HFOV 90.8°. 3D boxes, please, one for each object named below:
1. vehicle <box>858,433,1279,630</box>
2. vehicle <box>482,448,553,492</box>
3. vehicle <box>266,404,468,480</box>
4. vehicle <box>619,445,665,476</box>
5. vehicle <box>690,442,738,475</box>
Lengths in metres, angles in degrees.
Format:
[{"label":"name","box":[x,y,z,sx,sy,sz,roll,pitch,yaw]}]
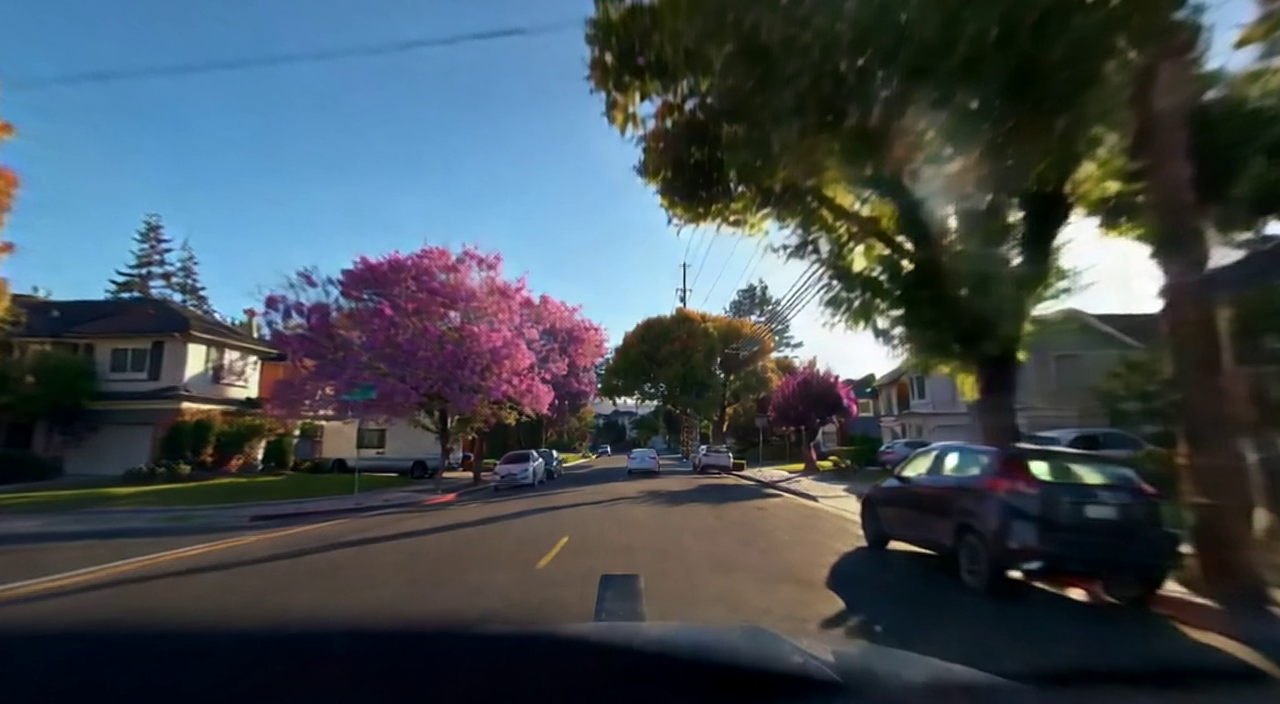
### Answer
[{"label":"vehicle","box":[4.259,1.756,7.246,2.058,1.535,4.323,0,-9,2]},{"label":"vehicle","box":[-4.767,4.628,25.165,1.874,1.413,4.442,0,-7,1]},{"label":"vehicle","box":[-12.920,4.357,30.460,8.239,3.354,2.902,1,-9,1]},{"label":"vehicle","box":[0.179,5.370,31.555,2.075,1.449,4.526,-1,-9,3]},{"label":"vehicle","box":[3.997,5.836,34.936,2.103,1.679,4.386,0,-9,-1]}]
